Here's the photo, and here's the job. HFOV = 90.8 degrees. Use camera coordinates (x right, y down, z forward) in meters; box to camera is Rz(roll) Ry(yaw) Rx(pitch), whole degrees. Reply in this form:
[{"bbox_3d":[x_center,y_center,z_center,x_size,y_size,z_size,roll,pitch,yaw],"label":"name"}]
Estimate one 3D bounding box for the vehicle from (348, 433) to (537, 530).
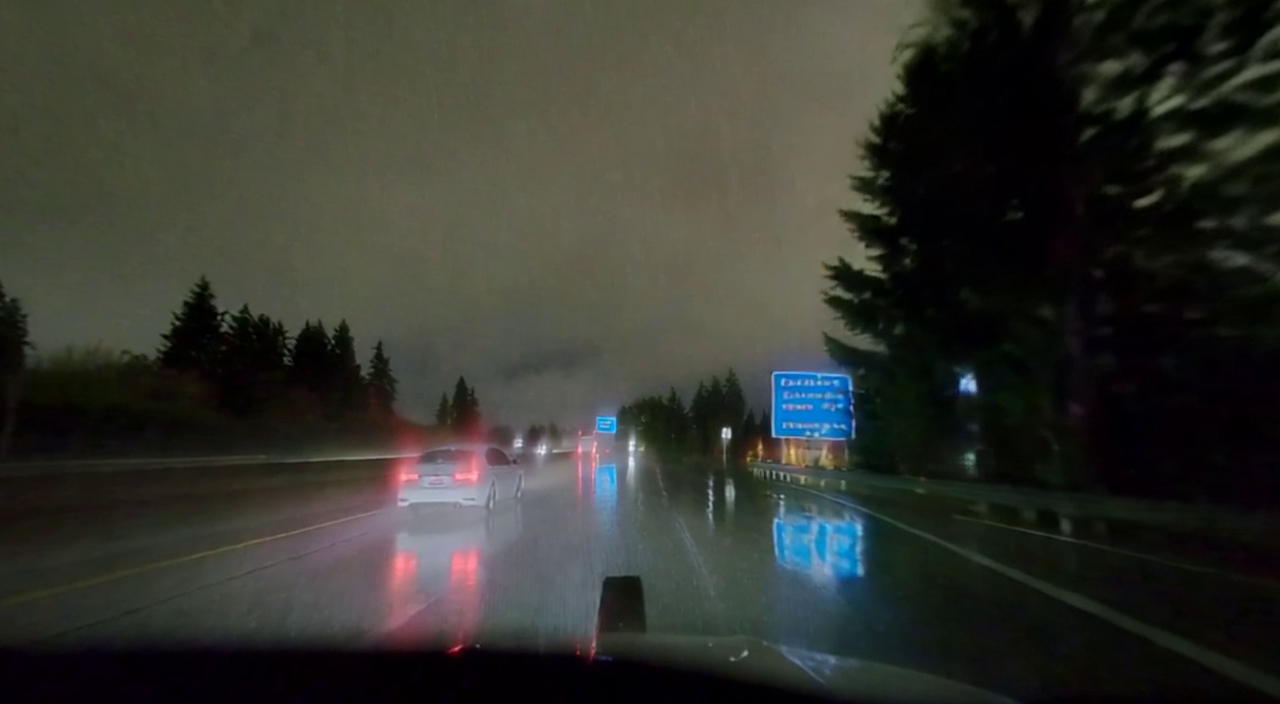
[{"bbox_3d":[-3.652,2.514,12.892,2.184,1.574,5.004,0,-9,1],"label":"vehicle"}]
